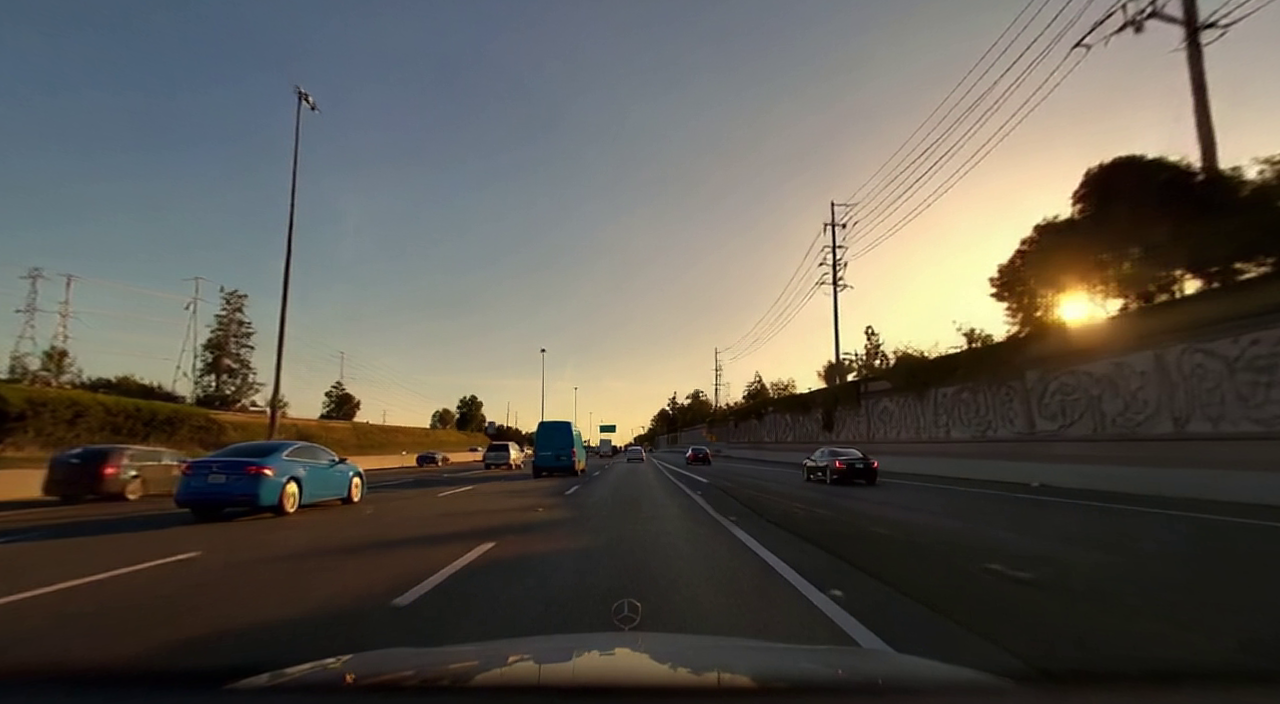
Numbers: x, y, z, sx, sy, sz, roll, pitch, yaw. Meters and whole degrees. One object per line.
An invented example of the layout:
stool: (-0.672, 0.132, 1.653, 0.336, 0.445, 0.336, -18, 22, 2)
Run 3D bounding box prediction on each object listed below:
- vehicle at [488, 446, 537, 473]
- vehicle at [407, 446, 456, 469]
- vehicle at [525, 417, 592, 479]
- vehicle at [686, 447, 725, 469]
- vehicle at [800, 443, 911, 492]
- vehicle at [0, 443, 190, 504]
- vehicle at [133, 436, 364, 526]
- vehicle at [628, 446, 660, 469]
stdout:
vehicle: (-7.351, 6.225, 36.691, 1.944, 1.490, 4.442, 0, -9, 0)
vehicle: (-15.146, 7.671, 45.932, 1.937, 1.523, 4.708, 0, -9, 0)
vehicle: (-3.746, 4.589, 30.141, 2.395, 2.660, 5.827, 0, -9, 0)
vehicle: (4.620, 7.567, 45.189, 2.095, 1.504, 4.536, 0, -9, -2)
vehicle: (7.148, 3.851, 21.422, 2.052, 1.470, 4.364, 0, -9, -3)
vehicle: (-15.510, 3.375, 17.965, 1.968, 1.484, 4.599, 0, -9, 0)
vehicle: (-7.746, 2.564, 13.143, 1.967, 1.525, 4.458, 0, -9, -1)
vehicle: (0.234, 7.504, 44.910, 2.084, 1.492, 4.137, 0, -9, -2)
